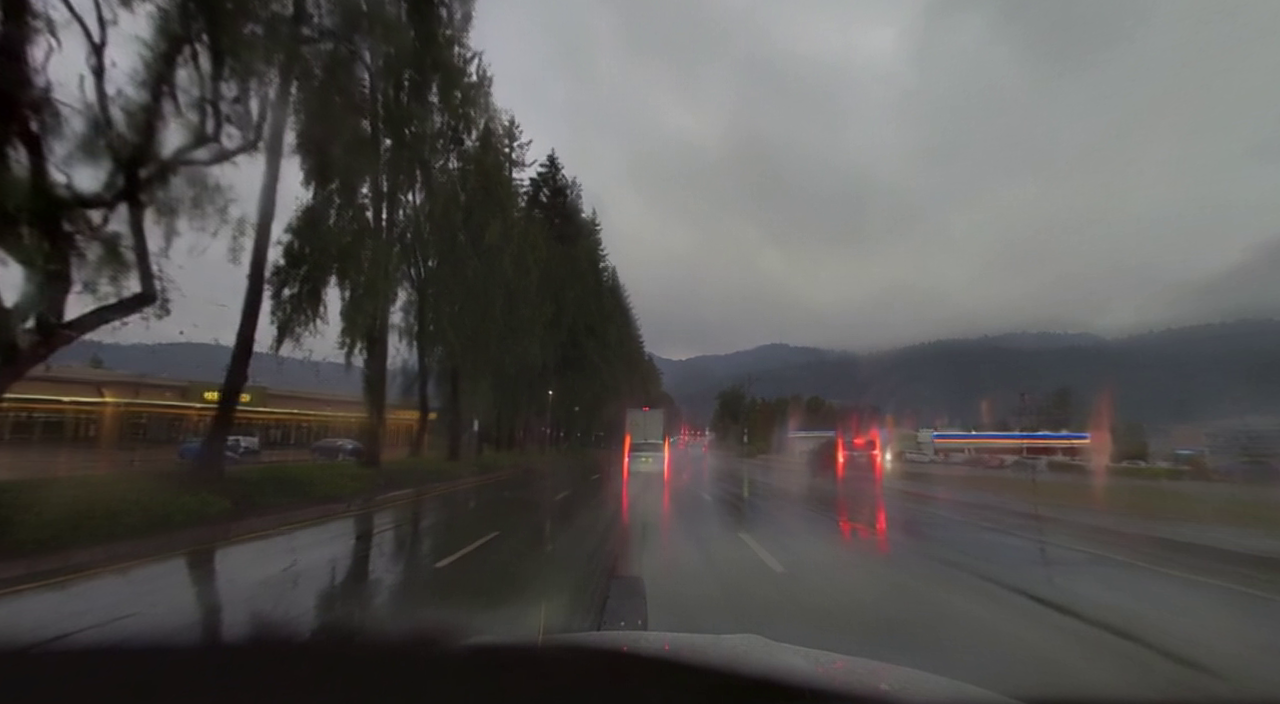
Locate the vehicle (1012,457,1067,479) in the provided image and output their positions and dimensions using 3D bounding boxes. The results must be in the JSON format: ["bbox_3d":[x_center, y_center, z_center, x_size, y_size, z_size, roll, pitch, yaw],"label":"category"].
[{"bbox_3d":[30.167,8.753,47.501,1.745,1.464,3.716,0,-8,0],"label":"vehicle"}]

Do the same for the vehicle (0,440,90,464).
[{"bbox_3d":[-36.591,6.137,38.635,3.640,1.447,1.788,4,-9,-26],"label":"vehicle"}]

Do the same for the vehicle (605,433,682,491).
[{"bbox_3d":[0.112,3.455,20.000,2.193,1.651,3.946,0,-8,0],"label":"vehicle"}]

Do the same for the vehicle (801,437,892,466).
[{"bbox_3d":[12.632,6.103,38.660,4.887,1.734,2.014,0,-8,2],"label":"vehicle"}]

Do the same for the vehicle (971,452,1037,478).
[{"bbox_3d":[27.325,8.446,47.268,2.108,1.735,4.476,1,-8,-3],"label":"vehicle"}]

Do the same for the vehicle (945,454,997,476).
[{"bbox_3d":[24.752,8.429,47.056,1.751,1.439,3.847,0,-8,-1],"label":"vehicle"}]

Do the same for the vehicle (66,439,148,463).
[{"bbox_3d":[-35.668,6.610,42.134,3.714,1.510,1.917,4,-9,-23],"label":"vehicle"}]

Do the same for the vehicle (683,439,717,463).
[{"bbox_3d":[4.376,7.327,46.477,2.088,1.655,4.360,0,-8,0],"label":"vehicle"}]

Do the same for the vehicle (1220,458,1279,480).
[{"bbox_3d":[46.641,8.802,47.456,1.891,1.495,4.028,0,-9,4],"label":"vehicle"}]
